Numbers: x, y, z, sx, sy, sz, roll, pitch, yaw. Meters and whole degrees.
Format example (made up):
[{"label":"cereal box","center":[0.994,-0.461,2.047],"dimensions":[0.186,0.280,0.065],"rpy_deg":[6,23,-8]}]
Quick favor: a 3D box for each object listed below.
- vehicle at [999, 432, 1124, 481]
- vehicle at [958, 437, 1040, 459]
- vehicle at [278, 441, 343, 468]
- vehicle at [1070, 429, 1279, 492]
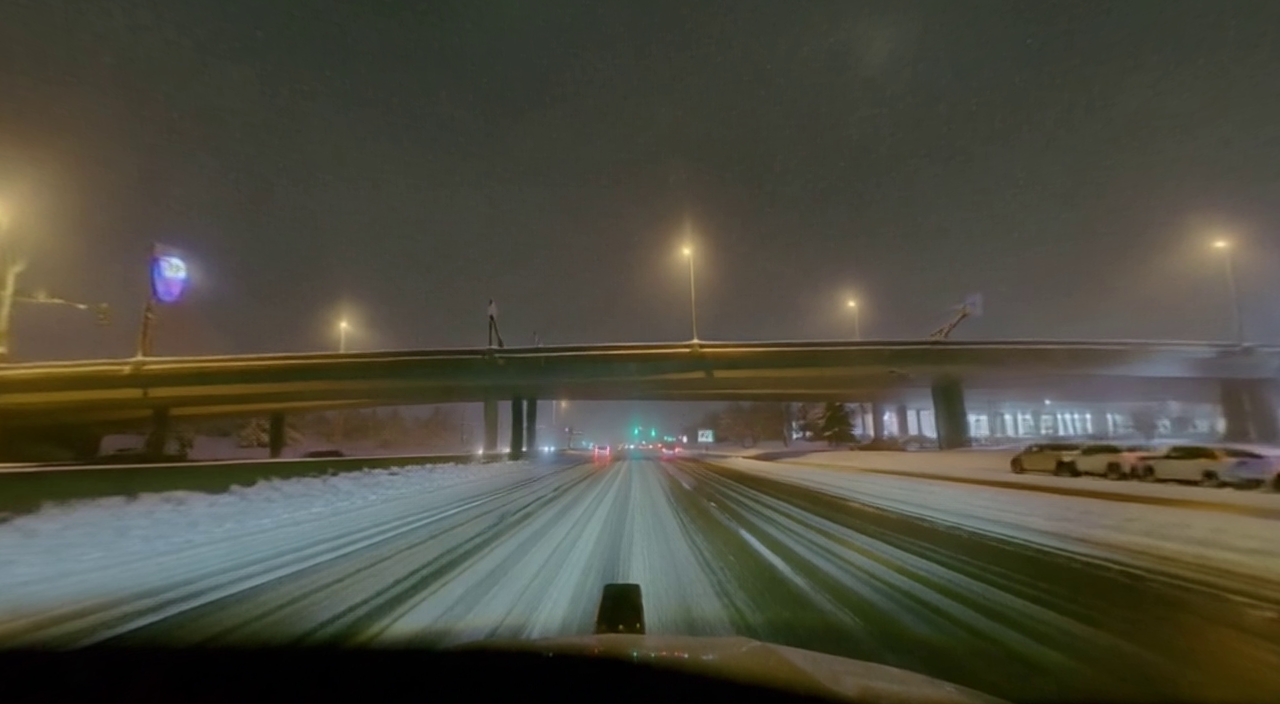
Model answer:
[{"label":"vehicle","center":[18.510,4.594,28.132],"dimensions":[1.947,1.963,5.237],"rpy_deg":[0,-8,0]},{"label":"vehicle","center":[24.927,6.698,43.992],"dimensions":[4.513,1.469,1.871],"rpy_deg":[0,-8,1]},{"label":"vehicle","center":[-19.375,6.023,37.314],"dimensions":[1.722,1.502,3.846],"rpy_deg":[0,-8,1]},{"label":"vehicle","center":[18.363,3.742,22.272],"dimensions":[2.128,1.915,5.821],"rpy_deg":[0,-8,-2]}]
